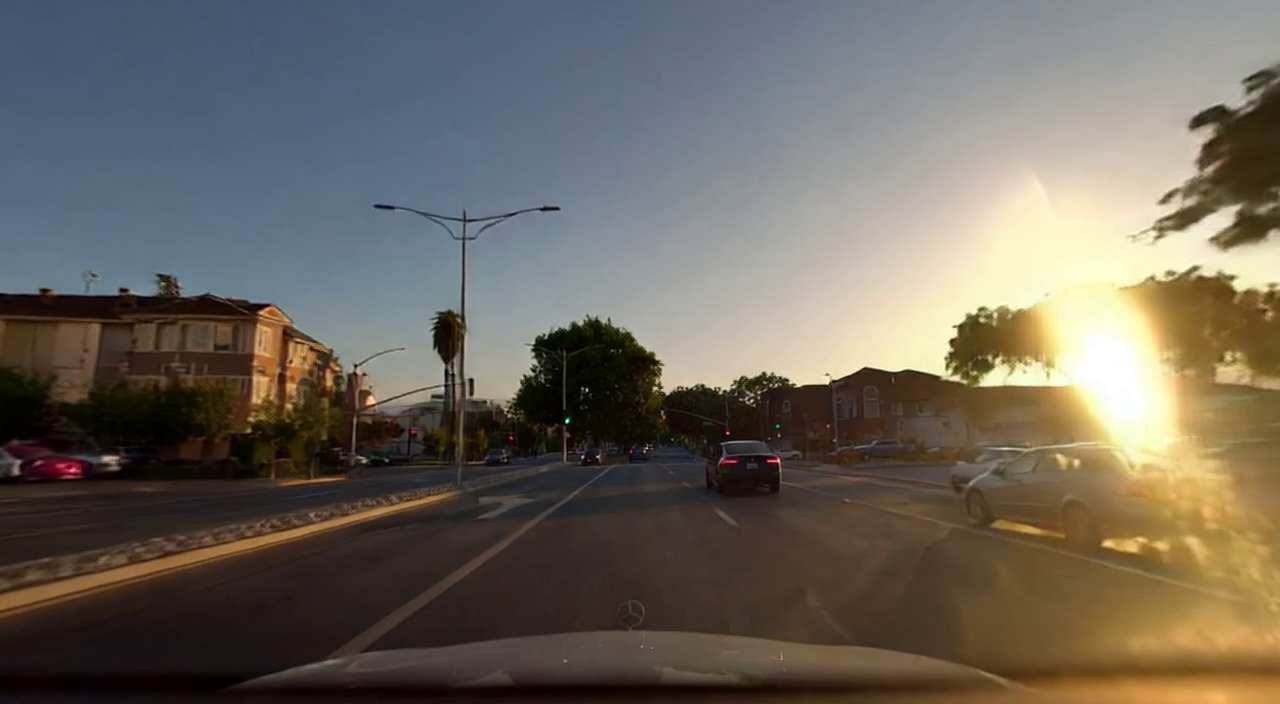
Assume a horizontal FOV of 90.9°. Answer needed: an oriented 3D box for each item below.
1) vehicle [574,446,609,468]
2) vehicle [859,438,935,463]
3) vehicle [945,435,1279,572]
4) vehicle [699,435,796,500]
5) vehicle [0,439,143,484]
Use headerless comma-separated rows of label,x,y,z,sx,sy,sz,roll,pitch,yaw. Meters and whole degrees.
vehicle,-3.471,7.559,45.564,2.037,1.472,4.152,0,-9,3
vehicle,19.898,7.655,48.952,4.999,1.833,2.114,0,-8,-1
vehicle,6.556,1.998,9.189,1.890,1.471,4.566,0,-9,0
vehicle,2.944,3.270,18.219,2.009,1.639,4.267,0,-9,0
vehicle,-25.941,4.982,28.921,2.070,1.856,5.069,0,-9,0
